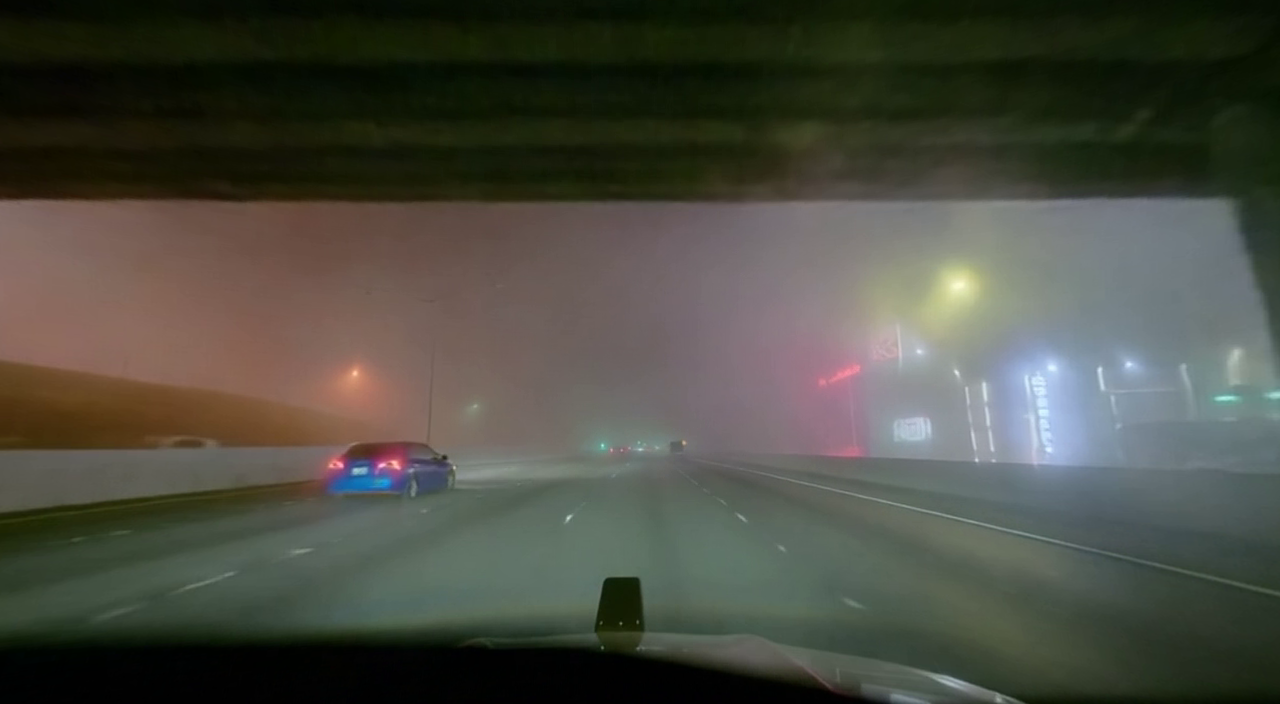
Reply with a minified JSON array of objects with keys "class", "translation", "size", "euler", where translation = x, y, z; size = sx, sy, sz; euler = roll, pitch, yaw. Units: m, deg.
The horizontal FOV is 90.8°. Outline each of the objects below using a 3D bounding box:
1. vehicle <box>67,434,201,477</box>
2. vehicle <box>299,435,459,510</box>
[{"class":"vehicle","translation":[-19.023,3.909,24.024],"size":[1.869,1.483,3.866],"euler":[0,-9,0]},{"class":"vehicle","translation":[-6.020,2.818,15.236],"size":[1.990,1.529,4.288],"euler":[0,-9,1]}]
